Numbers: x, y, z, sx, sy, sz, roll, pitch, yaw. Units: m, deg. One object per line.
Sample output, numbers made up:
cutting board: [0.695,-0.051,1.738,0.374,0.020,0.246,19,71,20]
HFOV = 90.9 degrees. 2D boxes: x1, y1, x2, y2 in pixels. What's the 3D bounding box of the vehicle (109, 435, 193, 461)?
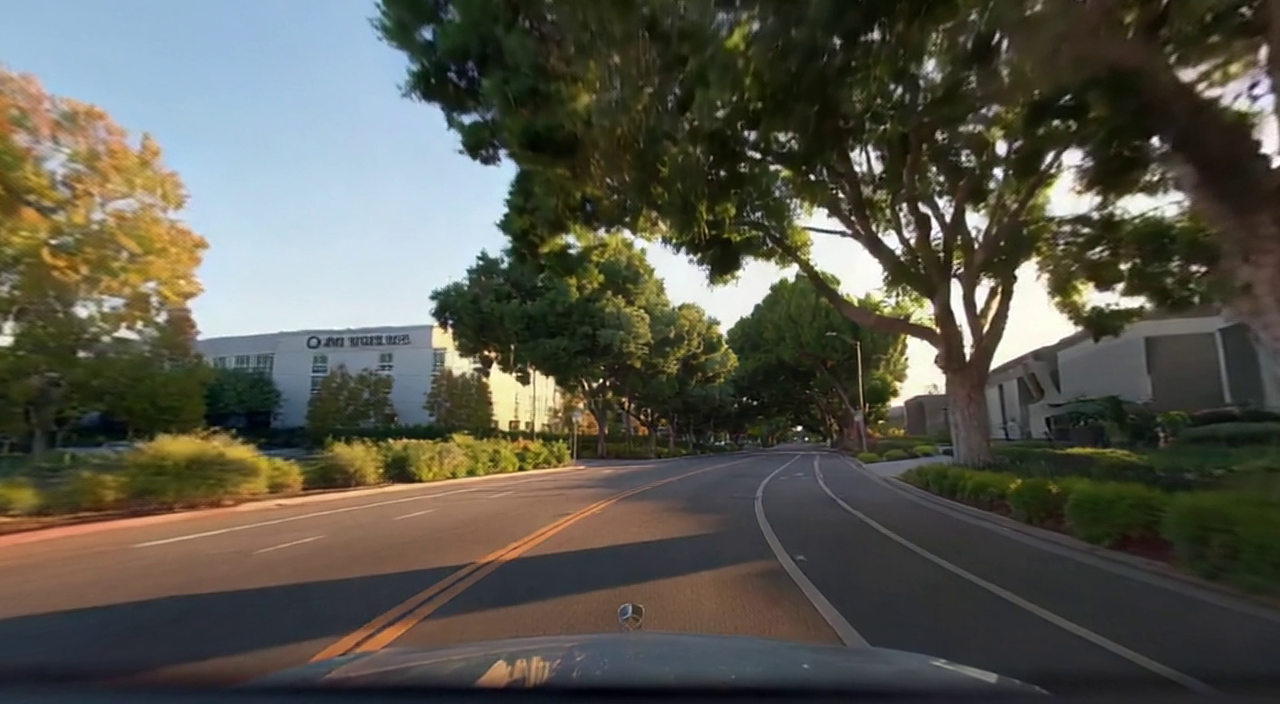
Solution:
vehicle: [-29.112,5.731,37.639,1.680,1.413,3.616,-3,-9,13]
